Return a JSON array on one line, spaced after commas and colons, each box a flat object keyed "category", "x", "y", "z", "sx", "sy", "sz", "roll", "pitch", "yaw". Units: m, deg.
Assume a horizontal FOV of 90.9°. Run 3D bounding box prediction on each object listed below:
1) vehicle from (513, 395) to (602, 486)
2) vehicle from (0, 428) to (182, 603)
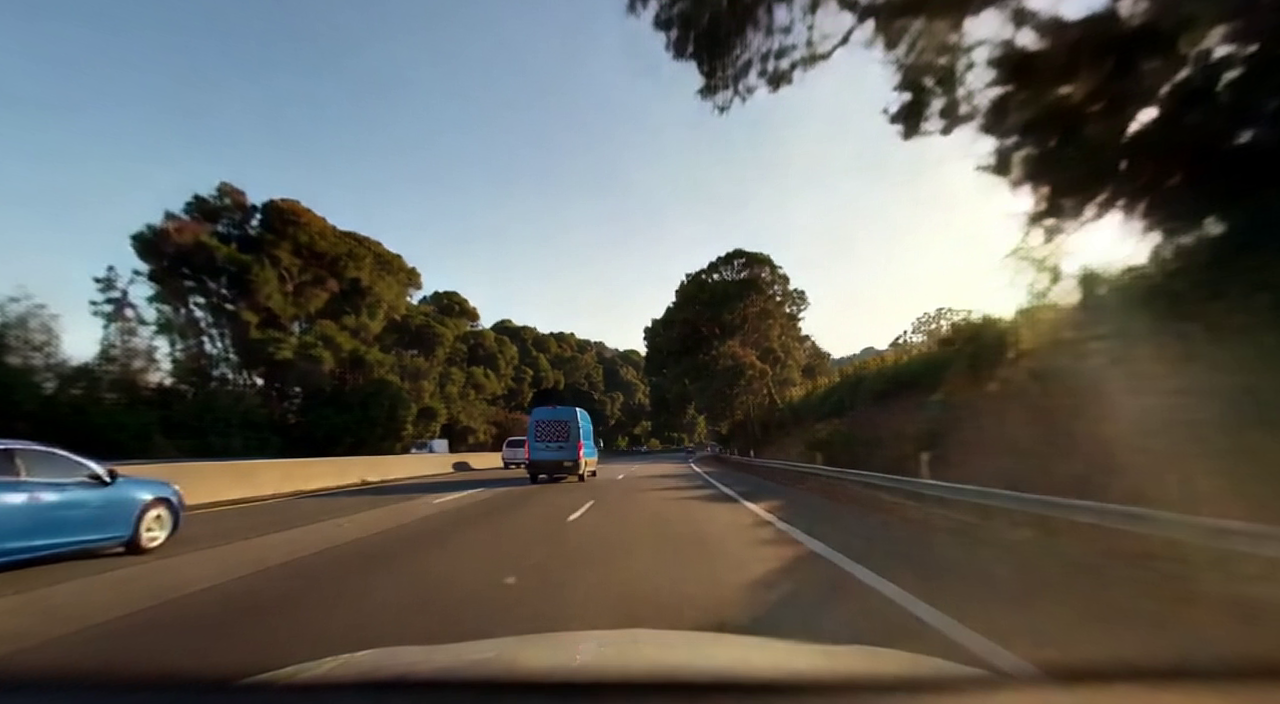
[{"category": "vehicle", "x": -2.829, "y": 3.261, "z": 23.138, "sx": 2.319, "sy": 2.883, "sz": 5.632, "roll": 0, "pitch": -8, "yaw": 2}, {"category": "vehicle", "x": -6.280, "y": 1.320, "z": 4.981, "sx": 1.947, "sy": 1.438, "sz": 4.440, "roll": 0, "pitch": -8, "yaw": 1}]
